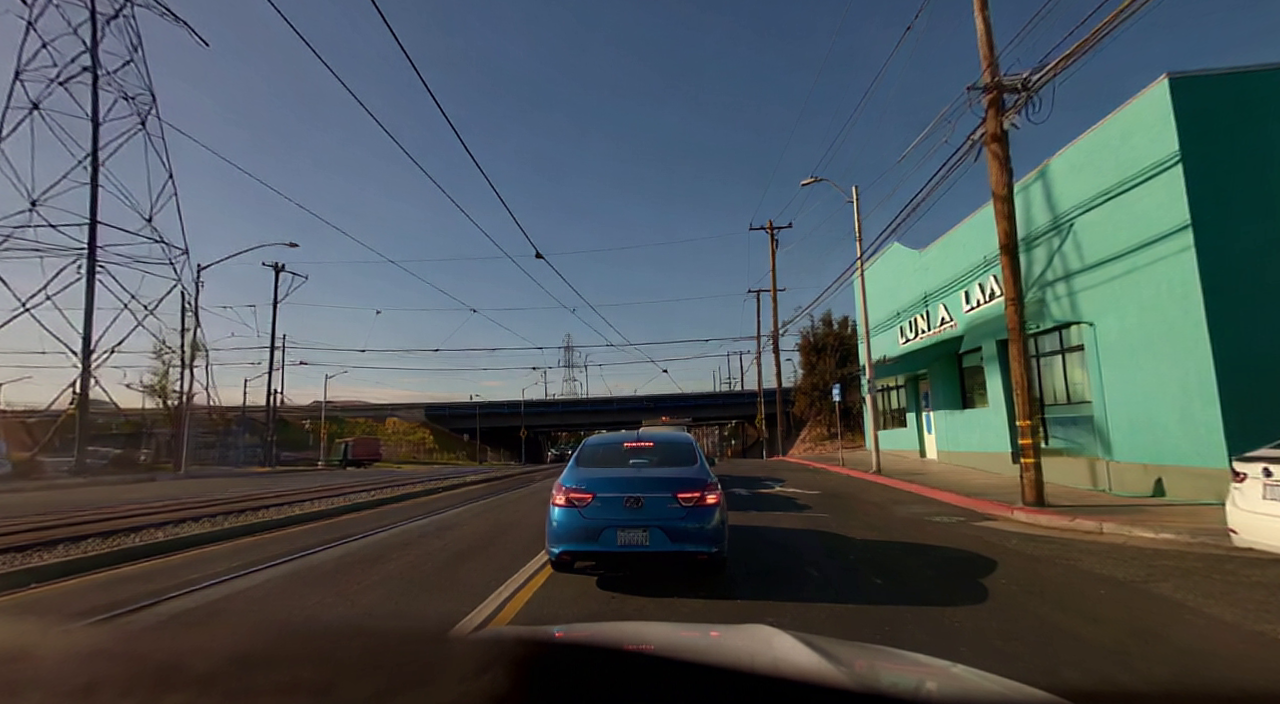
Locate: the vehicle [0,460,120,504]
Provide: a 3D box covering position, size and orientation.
[{"bbox_3d":[-21.922,4.680,22.846,4.566,1.453,1.935,-1,-9,5],"label":"vehicle"}]

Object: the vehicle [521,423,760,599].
[{"bbox_3d":[0.091,1.707,7.617,2.090,1.518,4.033,-1,-9,3],"label":"vehicle"}]
